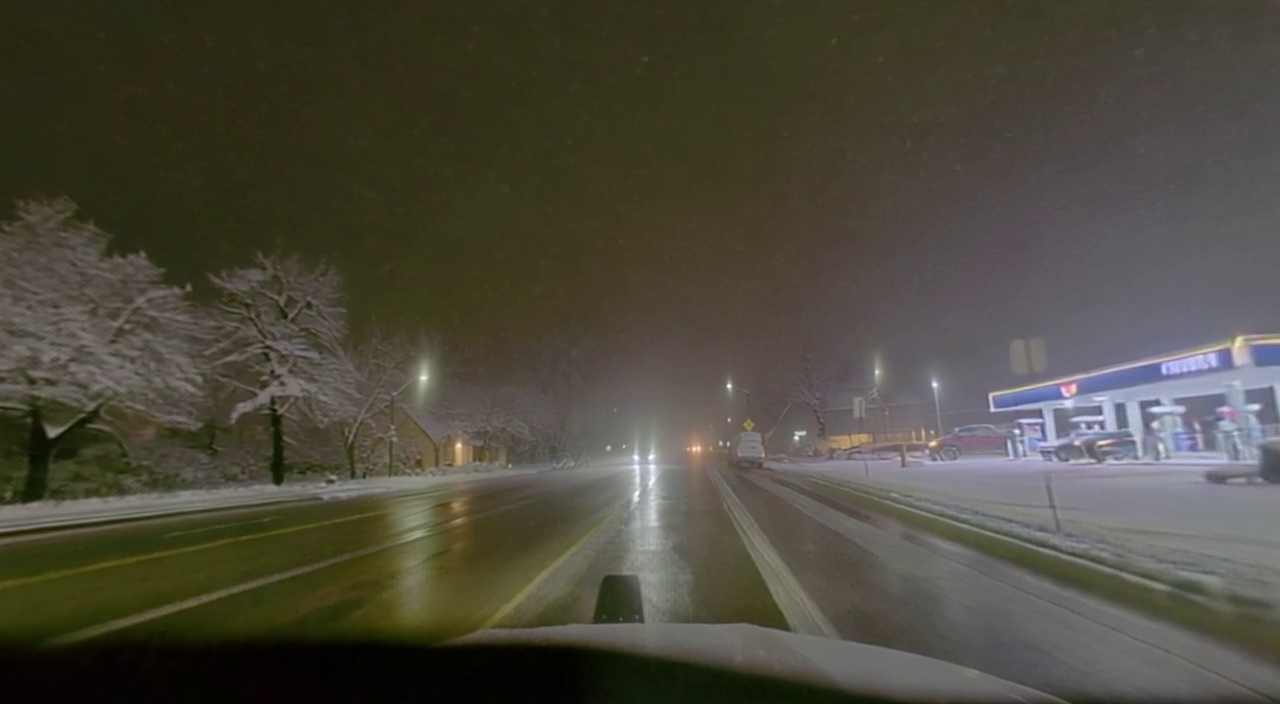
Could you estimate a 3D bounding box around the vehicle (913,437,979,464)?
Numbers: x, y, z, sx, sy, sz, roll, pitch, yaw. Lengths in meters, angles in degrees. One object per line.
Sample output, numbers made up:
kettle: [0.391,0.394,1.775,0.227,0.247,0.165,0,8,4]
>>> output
vehicle: [16.935,5.482,35.195,1.919,1.411,4.440,-1,-9,7]

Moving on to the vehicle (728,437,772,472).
vehicle: [6.353,5.971,37.045,2.194,1.896,5.049,-1,-9,6]
